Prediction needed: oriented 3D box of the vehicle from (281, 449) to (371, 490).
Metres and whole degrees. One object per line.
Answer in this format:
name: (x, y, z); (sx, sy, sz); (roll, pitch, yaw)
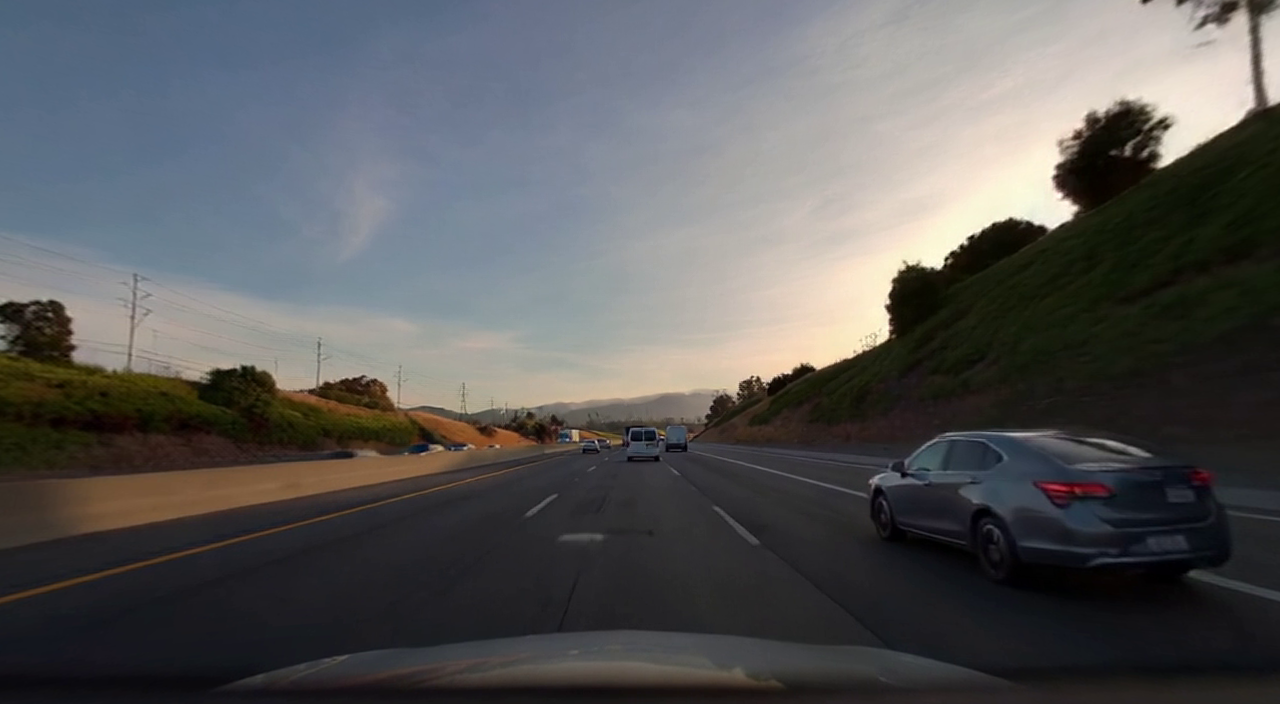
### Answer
vehicle: (-12.344, 4.599, 25.062); (1.705, 1.402, 3.791); (0, -7, -1)

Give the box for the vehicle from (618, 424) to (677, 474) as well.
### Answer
vehicle: (0.232, 3.866, 25.351); (2.159, 1.811, 4.238); (0, -8, -1)

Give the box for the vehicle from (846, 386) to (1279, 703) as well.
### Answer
vehicle: (3.633, 1.263, 5.542); (1.923, 1.562, 4.691); (0, -8, -2)

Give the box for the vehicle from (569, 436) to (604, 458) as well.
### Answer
vehicle: (-3.780, 6.745, 45.083); (2.093, 1.517, 4.648); (0, -8, 0)
